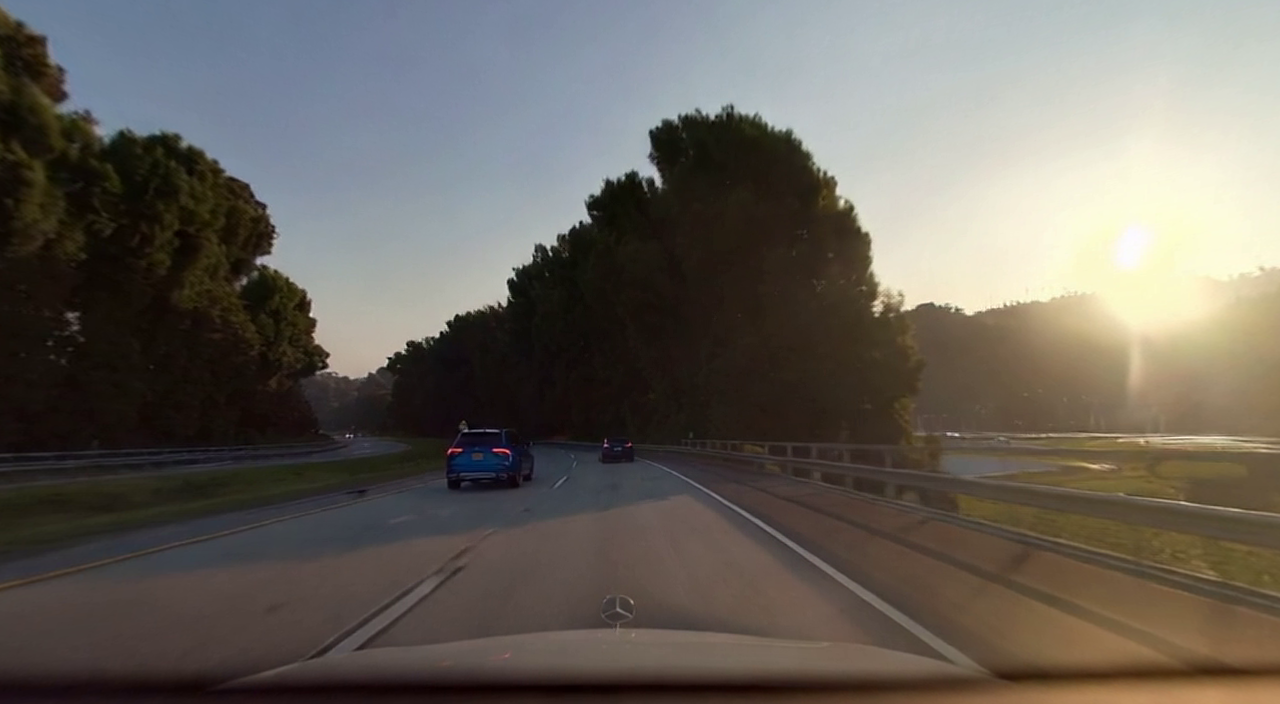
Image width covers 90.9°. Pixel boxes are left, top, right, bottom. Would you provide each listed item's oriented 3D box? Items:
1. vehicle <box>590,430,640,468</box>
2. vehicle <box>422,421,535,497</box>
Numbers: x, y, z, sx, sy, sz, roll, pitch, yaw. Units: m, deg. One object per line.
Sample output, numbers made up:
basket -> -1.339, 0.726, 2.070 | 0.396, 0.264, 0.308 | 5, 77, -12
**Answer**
vehicle -> -1.395, 5.074, 33.292 | 2.452, 1.857, 4.022 | 1, -8, -5
vehicle -> -4.338, 2.952, 17.821 | 2.053, 1.847, 4.760 | 0, -8, -2
